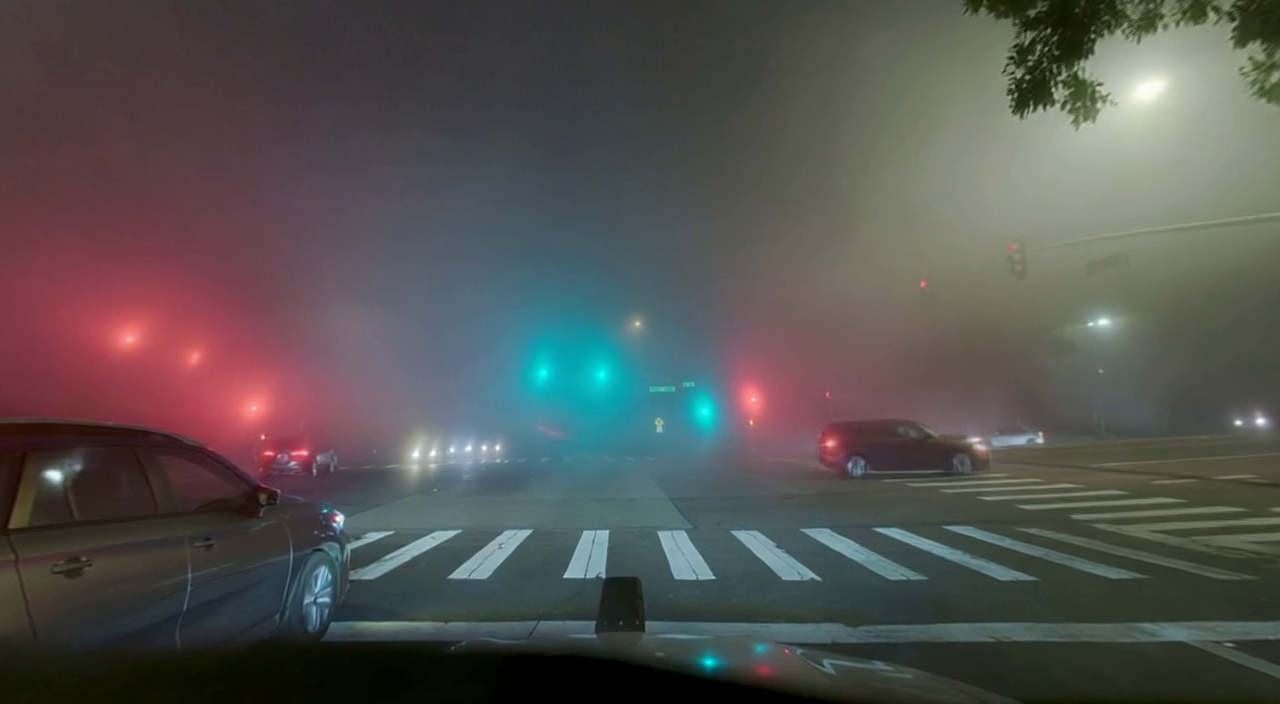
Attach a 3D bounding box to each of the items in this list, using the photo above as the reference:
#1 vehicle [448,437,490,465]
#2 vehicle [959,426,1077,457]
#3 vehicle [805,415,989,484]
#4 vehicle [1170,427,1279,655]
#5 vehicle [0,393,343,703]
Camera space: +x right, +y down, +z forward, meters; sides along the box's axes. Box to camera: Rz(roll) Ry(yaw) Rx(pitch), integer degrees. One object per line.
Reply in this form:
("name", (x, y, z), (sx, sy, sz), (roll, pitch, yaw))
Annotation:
("vehicle", (-12.817, 7.420, 47.512), (2.051, 1.715, 4.346), (-3, -6, -2))
("vehicle", (18.929, 4.487, 31.767), (4.660, 1.495, 2.007), (0, -8, -2))
("vehicle", (7.544, 2.916, 19.021), (4.778, 1.871, 2.109), (-3, -9, 18))
("vehicle", (4.932, 0.986, 2.536), (1.949, 1.449, 4.530), (-1, -8, 5))
("vehicle", (-3.067, 0.897, 2.146), (1.919, 1.478, 4.720), (0, -8, -1))
